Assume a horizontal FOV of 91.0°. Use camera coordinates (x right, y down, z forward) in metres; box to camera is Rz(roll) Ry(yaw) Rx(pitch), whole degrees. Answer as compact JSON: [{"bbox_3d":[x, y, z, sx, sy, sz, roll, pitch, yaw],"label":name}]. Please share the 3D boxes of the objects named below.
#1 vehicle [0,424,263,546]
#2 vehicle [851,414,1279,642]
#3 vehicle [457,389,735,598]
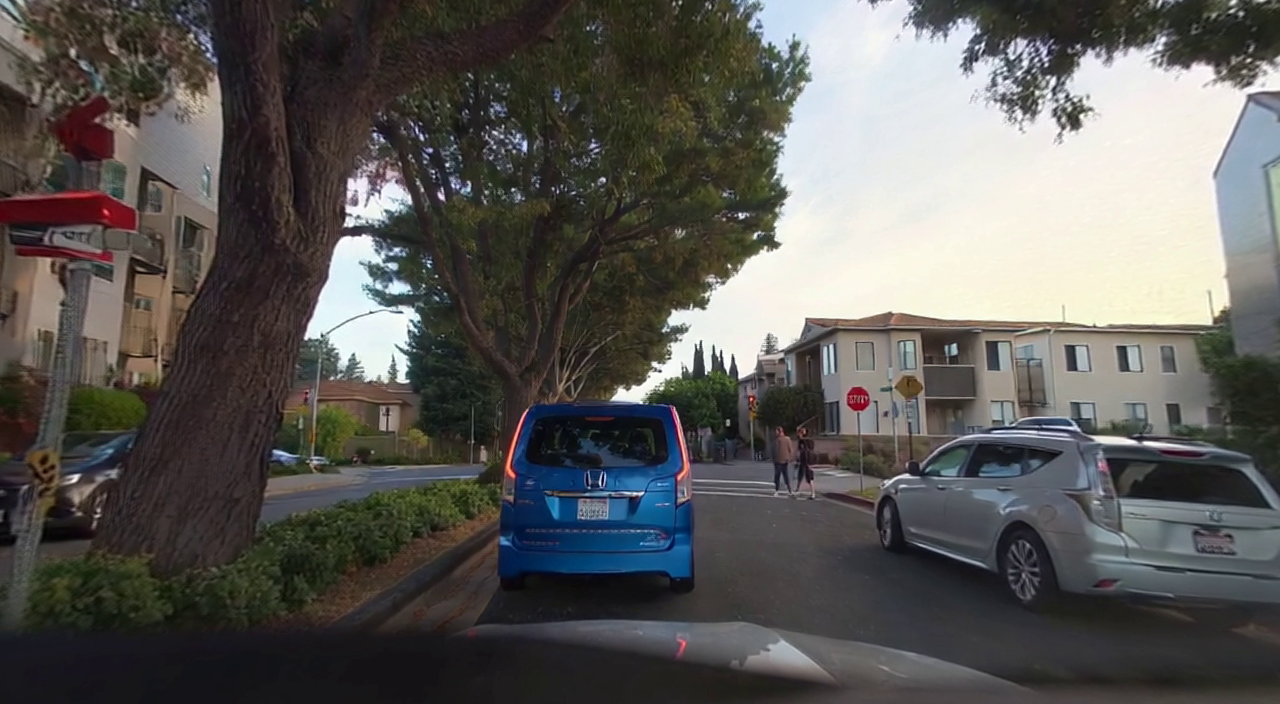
[{"bbox_3d":[-8.297,1.993,10.188,1.825,1.532,4.083,-3,-7,1],"label":"vehicle"},{"bbox_3d":[4.214,1.665,7.054,1.959,1.581,4.731,4,-9,-2],"label":"vehicle"},{"bbox_3d":[-0.397,1.563,7.817,2.377,1.787,4.652,0,-8,-1],"label":"vehicle"}]
